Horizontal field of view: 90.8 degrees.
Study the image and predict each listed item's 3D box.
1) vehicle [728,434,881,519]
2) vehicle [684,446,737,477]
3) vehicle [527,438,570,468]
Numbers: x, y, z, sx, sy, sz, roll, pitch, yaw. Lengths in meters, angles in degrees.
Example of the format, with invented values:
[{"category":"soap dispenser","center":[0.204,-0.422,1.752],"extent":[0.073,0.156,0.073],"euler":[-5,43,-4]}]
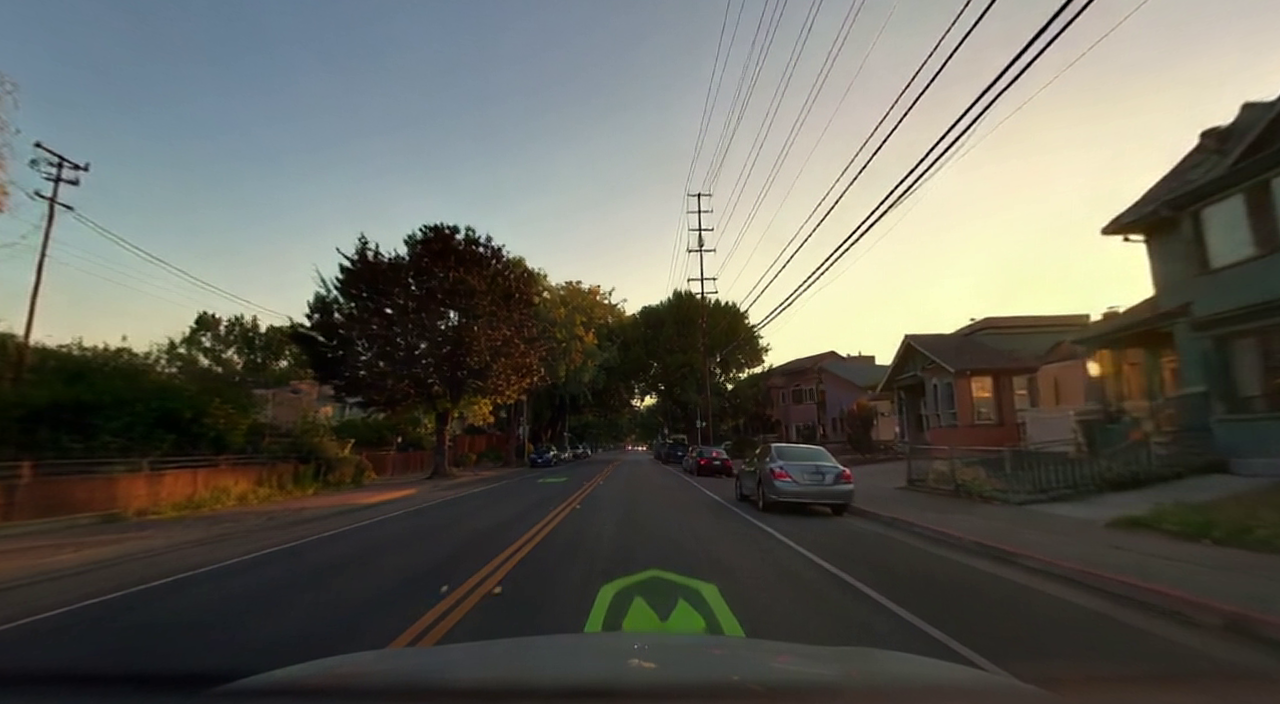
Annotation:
[{"category":"vehicle","center":[3.414,2.693,14.273],"extent":[2.024,1.554,4.867],"euler":[0,-8,-2]},{"category":"vehicle","center":[3.295,5.234,30.475],"extent":[1.967,1.382,4.361],"euler":[0,-8,-1]},{"category":"vehicle","center":[-6.760,7.564,47.171],"extent":[2.451,2.099,5.112],"euler":[-1,-10,0]}]
